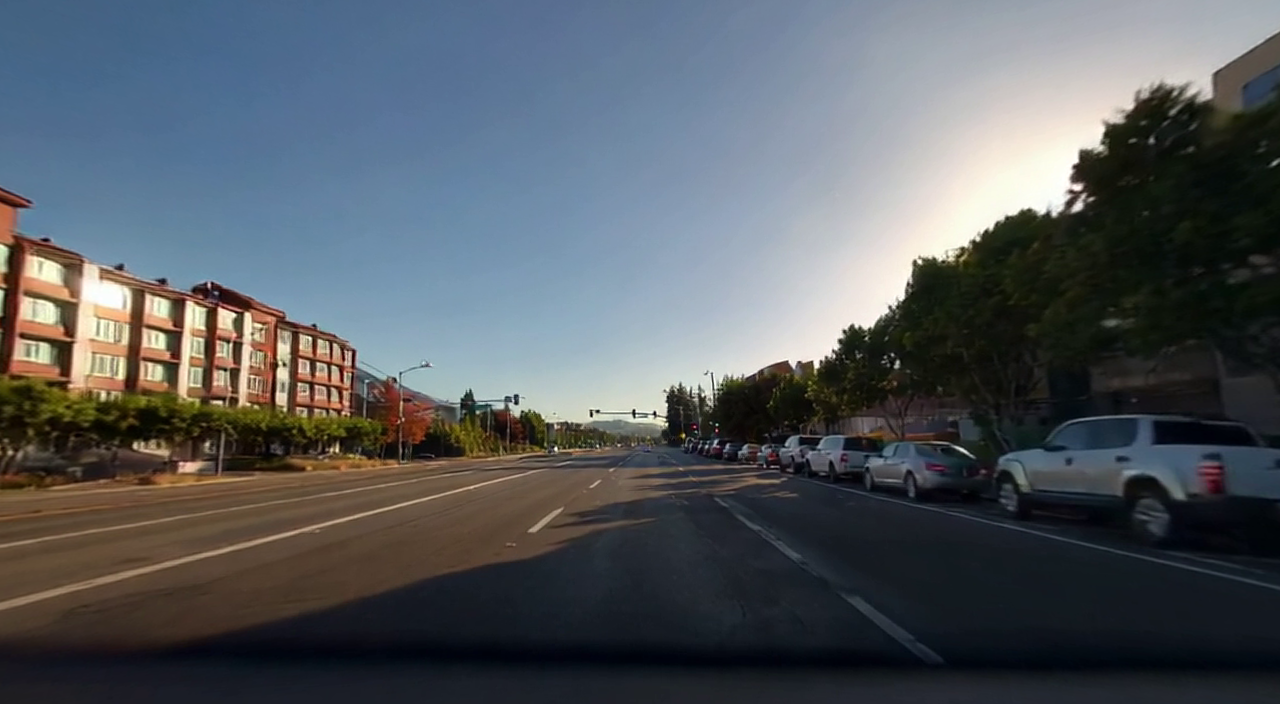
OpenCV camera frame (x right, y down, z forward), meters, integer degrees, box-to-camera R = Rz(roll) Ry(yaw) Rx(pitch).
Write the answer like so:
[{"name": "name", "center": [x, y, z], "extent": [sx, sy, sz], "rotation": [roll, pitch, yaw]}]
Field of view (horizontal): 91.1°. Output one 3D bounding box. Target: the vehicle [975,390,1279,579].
[{"name": "vehicle", "center": [6.789, 1.596, 8.382], "extent": [1.983, 1.772, 4.833], "rotation": [0, -8, 1]}]

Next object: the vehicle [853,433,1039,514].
[{"name": "vehicle", "center": [6.678, 2.678, 14.488], "extent": [2.020, 1.520, 4.876], "rotation": [0, -8, 3]}]
